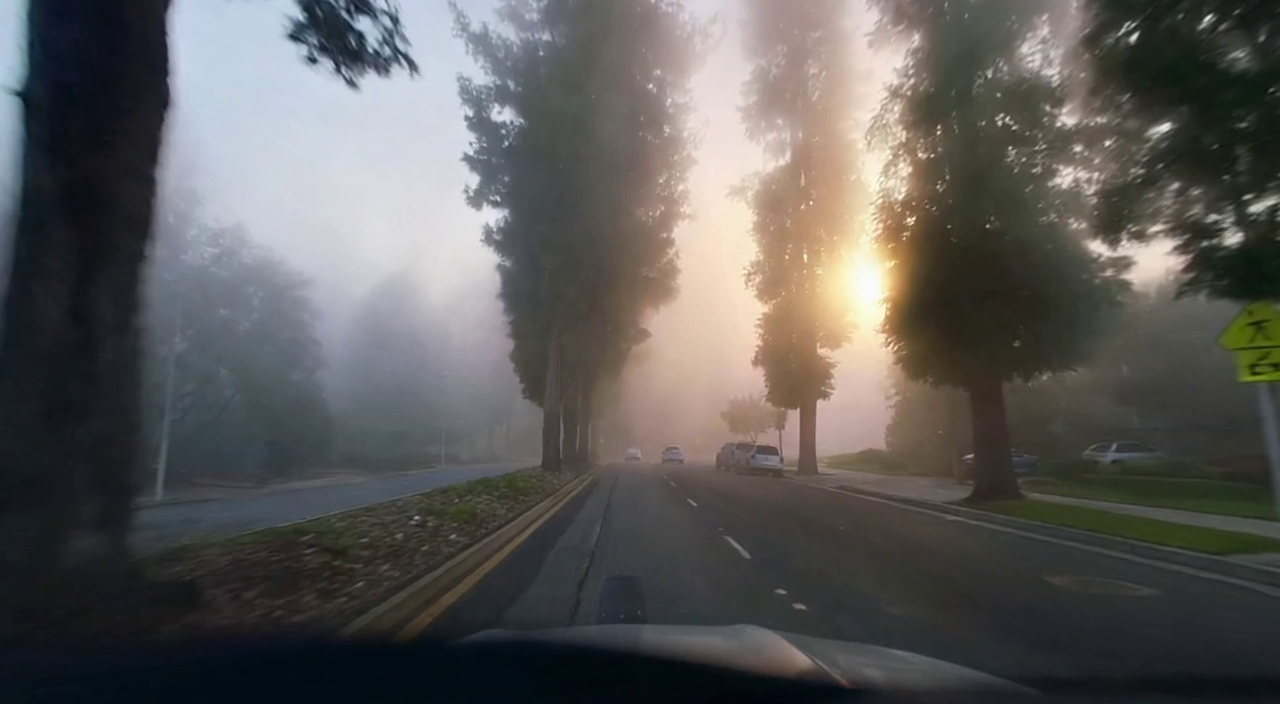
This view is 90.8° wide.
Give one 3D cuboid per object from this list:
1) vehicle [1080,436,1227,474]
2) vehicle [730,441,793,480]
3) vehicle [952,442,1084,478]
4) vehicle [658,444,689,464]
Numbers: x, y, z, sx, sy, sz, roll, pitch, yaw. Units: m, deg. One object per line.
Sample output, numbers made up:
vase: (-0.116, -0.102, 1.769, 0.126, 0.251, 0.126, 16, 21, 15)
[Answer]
vehicle: (21.303, 4.297, 26.366, 4.400, 1.522, 1.831, -1, -8, 3)
vehicle: (6.207, 5.600, 32.871, 2.040, 1.710, 5.200, 4, -9, -1)
vehicle: (15.804, 4.532, 26.595, 4.331, 1.413, 1.892, 0, -9, -1)
vehicle: (2.585, 7.971, 49.536, 2.142, 1.501, 4.273, 0, -8, -1)
